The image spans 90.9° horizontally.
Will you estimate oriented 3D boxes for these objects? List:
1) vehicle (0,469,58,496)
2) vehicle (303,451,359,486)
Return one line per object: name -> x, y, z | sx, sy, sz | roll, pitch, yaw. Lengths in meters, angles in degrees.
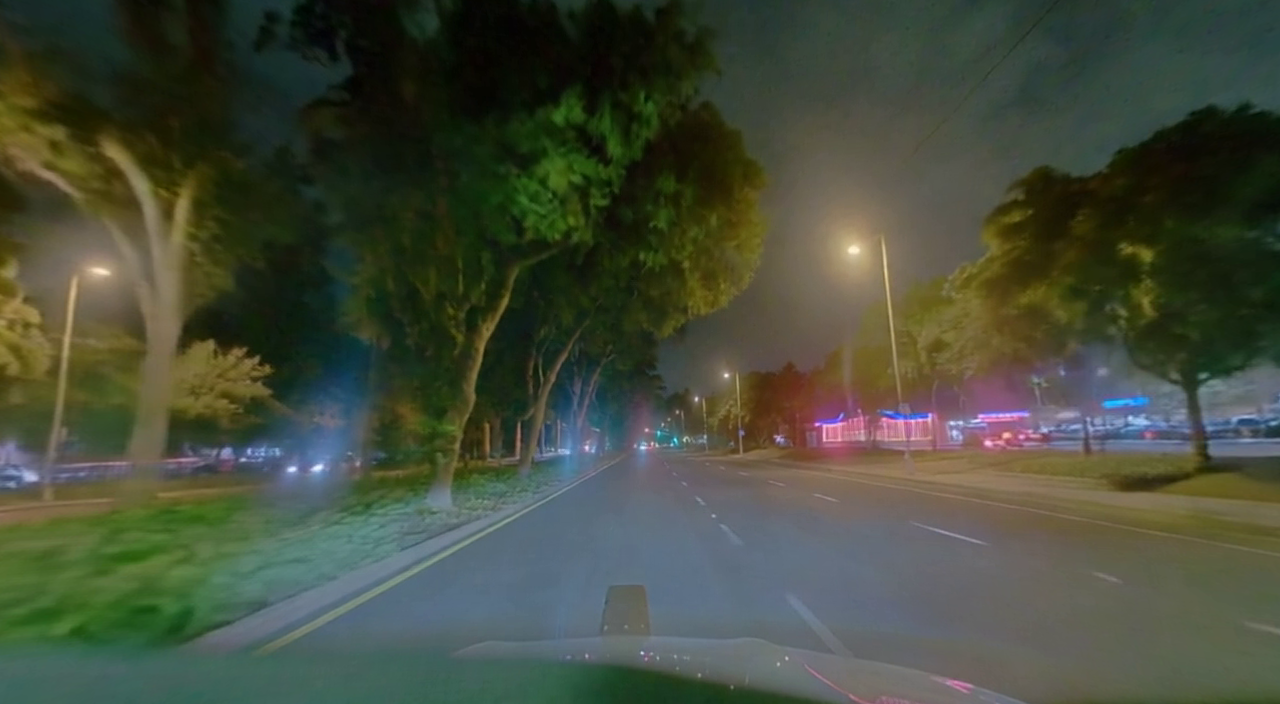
vehicle -> -37.579, 7.772, 37.556 | 1.736, 1.393, 4.317 | 0, -8, -2
vehicle -> -15.003, 5.628, 30.849 | 2.129, 1.494, 5.184 | 3, -9, -23
